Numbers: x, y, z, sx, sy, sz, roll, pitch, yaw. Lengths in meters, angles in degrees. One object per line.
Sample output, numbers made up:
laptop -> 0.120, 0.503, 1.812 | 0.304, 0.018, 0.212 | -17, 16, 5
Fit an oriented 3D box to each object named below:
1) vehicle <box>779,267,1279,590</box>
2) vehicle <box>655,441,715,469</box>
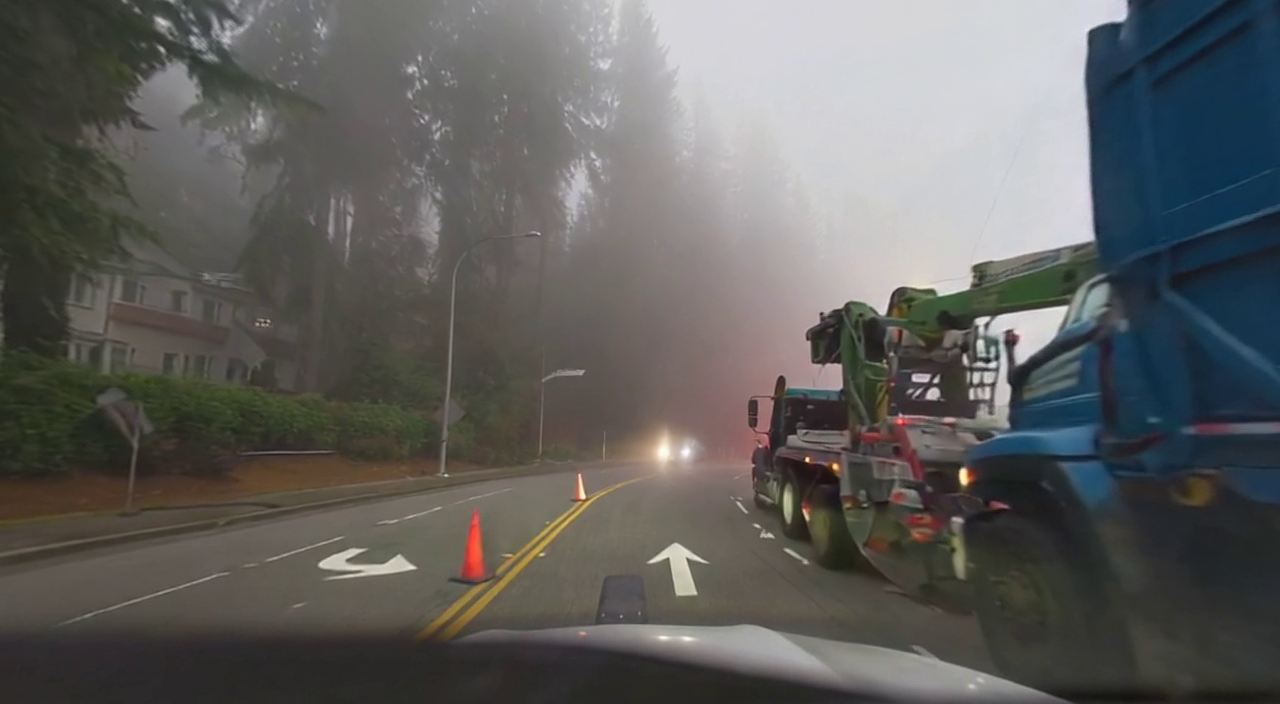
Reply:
vehicle -> 3.564, 0.911, 7.445 | 2.874, 2.542, 4.840 | 0, -9, 2
vehicle -> 2.704, 5.993, 37.041 | 1.945, 1.494, 4.201 | -4, -9, 27
